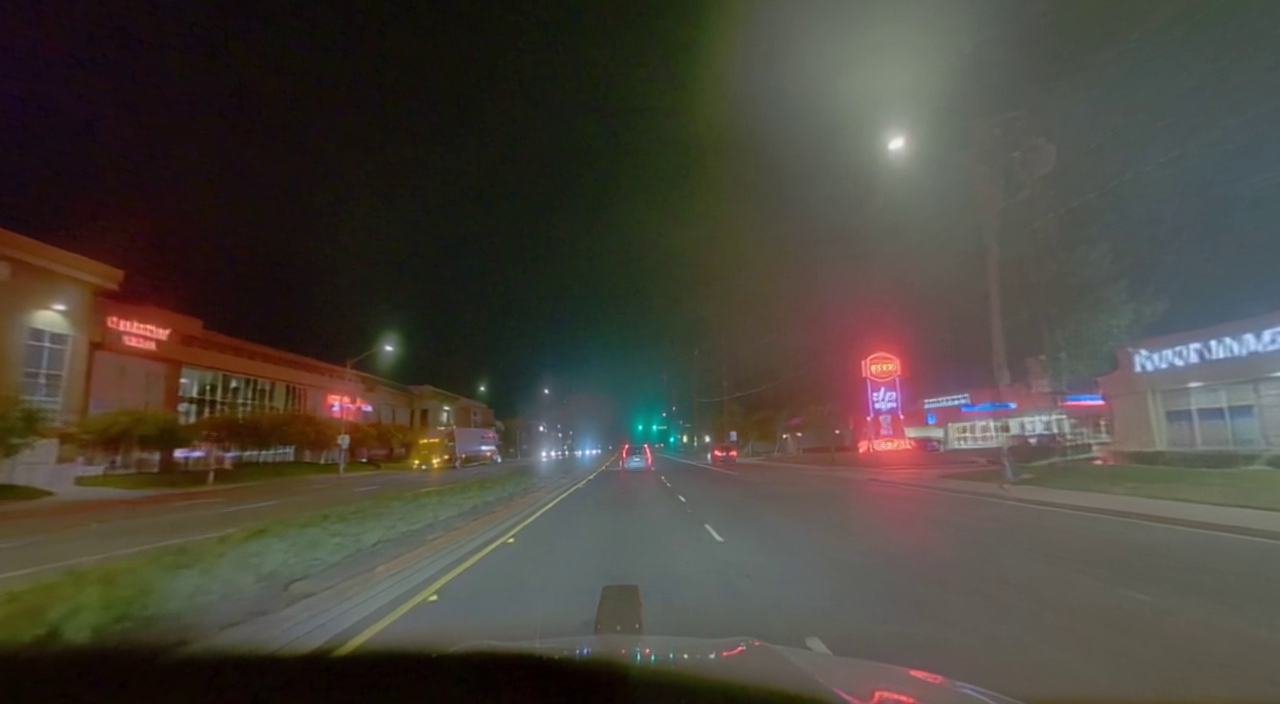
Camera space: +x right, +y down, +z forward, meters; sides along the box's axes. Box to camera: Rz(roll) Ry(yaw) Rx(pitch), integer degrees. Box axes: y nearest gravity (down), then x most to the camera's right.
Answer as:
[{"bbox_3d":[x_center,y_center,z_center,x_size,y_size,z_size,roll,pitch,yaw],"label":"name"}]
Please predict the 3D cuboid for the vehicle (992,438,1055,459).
[{"bbox_3d":[26.836,6.778,44.406,1.761,1.409,4.353,0,-9,1],"label":"vehicle"}]

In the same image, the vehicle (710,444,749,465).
[{"bbox_3d":[6.854,7.901,48.917,2.075,1.475,4.571,0,-9,-4],"label":"vehicle"}]

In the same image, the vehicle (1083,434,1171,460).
[{"bbox_3d":[29.476,5.792,38.395,1.805,1.481,4.351,-1,-9,-1],"label":"vehicle"}]

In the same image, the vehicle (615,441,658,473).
[{"bbox_3d":[-0.240,5.436,32.948,2.072,1.545,4.578,0,-8,-2],"label":"vehicle"}]

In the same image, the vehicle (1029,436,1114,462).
[{"bbox_3d":[26.700,5.990,39.312,1.840,1.446,4.820,-2,-8,0],"label":"vehicle"}]
